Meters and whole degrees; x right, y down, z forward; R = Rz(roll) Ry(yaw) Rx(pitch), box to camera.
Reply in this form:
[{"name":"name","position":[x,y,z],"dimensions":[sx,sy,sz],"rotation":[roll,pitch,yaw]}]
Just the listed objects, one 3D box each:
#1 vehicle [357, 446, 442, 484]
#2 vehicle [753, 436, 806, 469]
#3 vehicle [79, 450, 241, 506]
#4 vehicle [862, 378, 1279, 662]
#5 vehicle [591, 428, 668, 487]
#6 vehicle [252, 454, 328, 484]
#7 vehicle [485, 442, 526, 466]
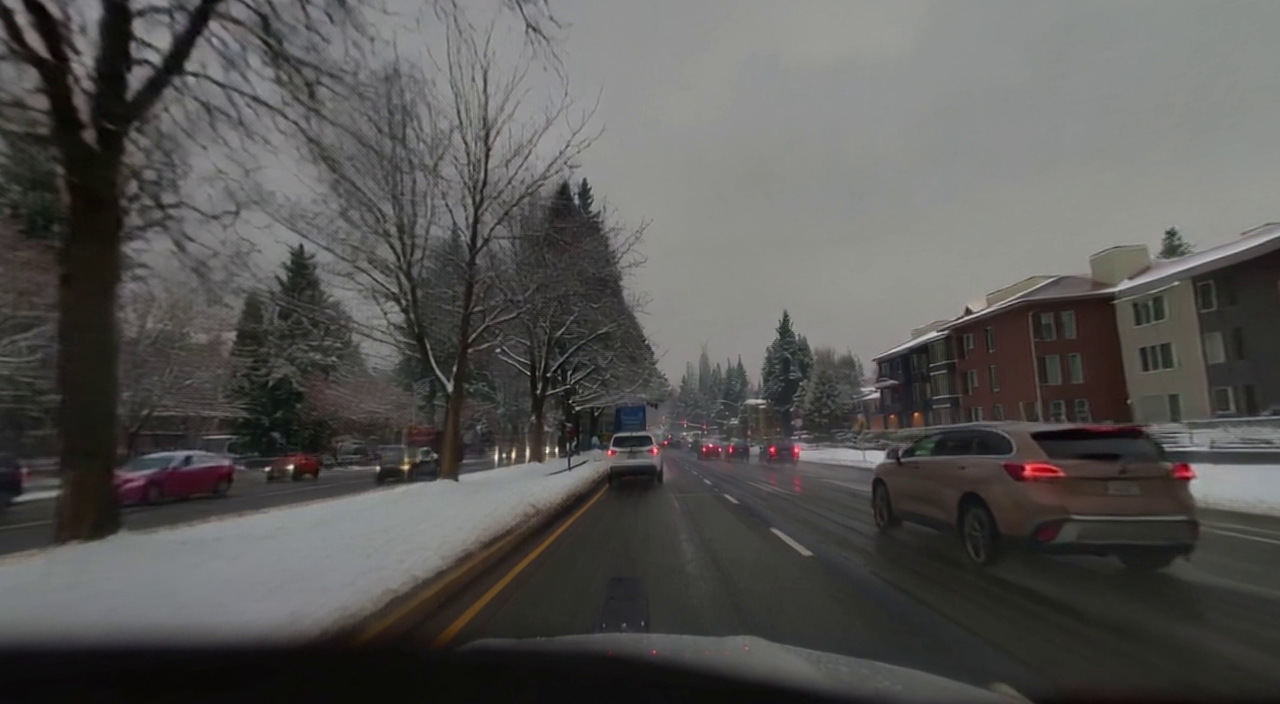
[{"name":"vehicle","position":[-10.314,4.857,27.450],"dimensions":[1.907,1.471,4.410],"rotation":[0,-9,1]},{"name":"vehicle","position":[7.772,5.633,35.431],"dimensions":[1.971,1.722,4.341],"rotation":[0,-8,0]},{"name":"vehicle","position":[-16.545,4.318,22.117],"dimensions":[1.972,1.723,4.608],"rotation":[0,-9,1]},{"name":"vehicle","position":[3.983,1.333,6.078],"dimensions":[2.100,1.689,4.501],"rotation":[0,-8,1]},{"name":"vehicle","position":[-0.329,3.560,21.531],"dimensions":[2.332,1.798,4.546],"rotation":[0,-8,0]},{"name":"vehicle","position":[-20.449,6.842,37.044],"dimensions":[1.821,1.568,4.296],"rotation":[0,-9,2]},{"name":"vehicle","position":[-10.261,7.796,48.405],"dimensions":[2.142,1.742,4.523],"rotation":[0,-9,1]}]
